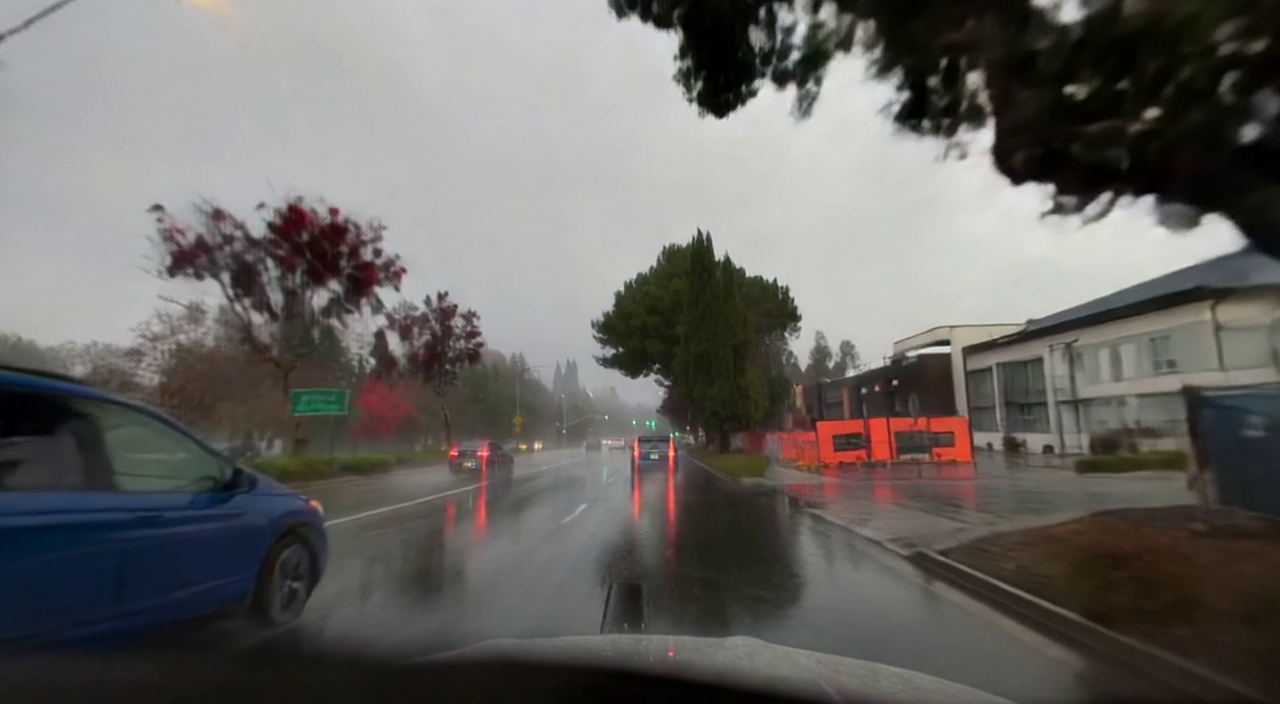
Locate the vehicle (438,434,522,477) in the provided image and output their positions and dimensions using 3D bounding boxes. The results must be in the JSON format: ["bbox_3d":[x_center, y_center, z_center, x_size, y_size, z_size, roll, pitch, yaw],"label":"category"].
[{"bbox_3d":[-5.911,3.880,23.853,1.877,1.479,4.430,0,-8,2],"label":"vehicle"}]

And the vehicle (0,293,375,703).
[{"bbox_3d":[-3.459,0.788,2.956,2.157,1.824,4.986,0,-8,1],"label":"vehicle"}]

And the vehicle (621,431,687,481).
[{"bbox_3d":[0.497,3.801,23.323,2.227,1.654,4.091,0,-8,1],"label":"vehicle"}]
